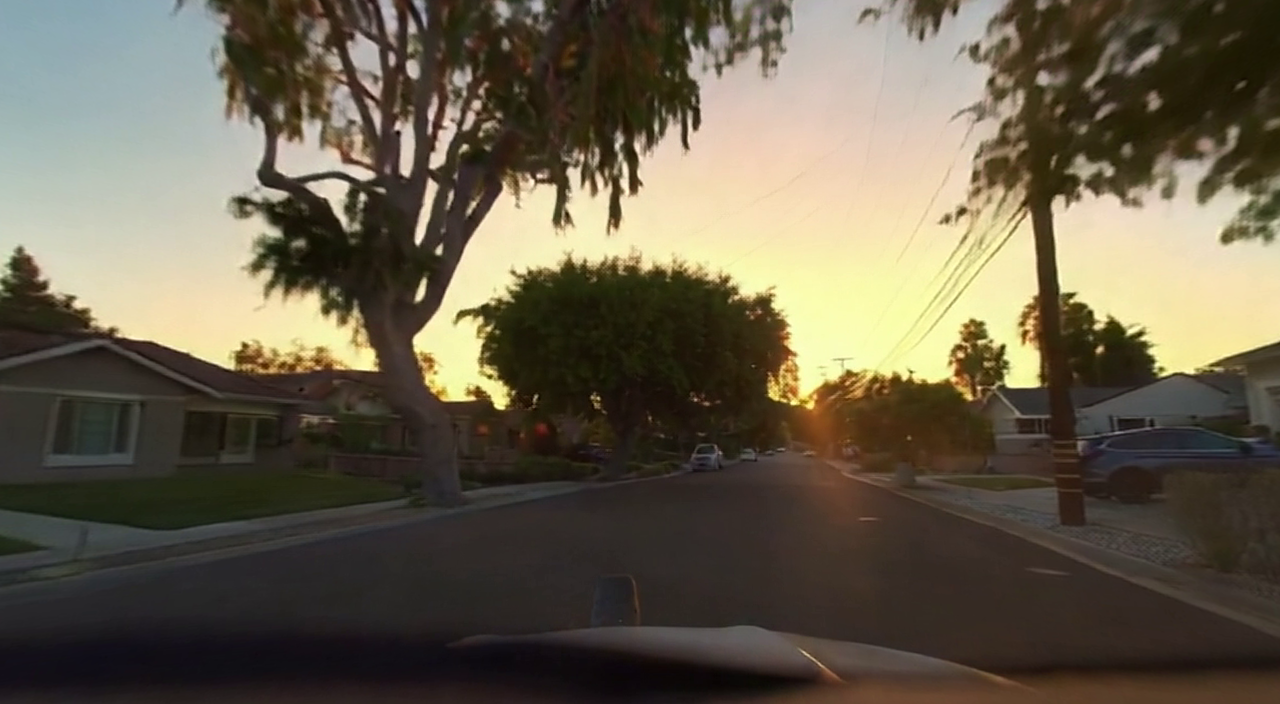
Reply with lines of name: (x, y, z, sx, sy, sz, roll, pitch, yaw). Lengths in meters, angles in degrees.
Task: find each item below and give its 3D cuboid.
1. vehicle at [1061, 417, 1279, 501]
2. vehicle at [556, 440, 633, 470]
vehicle: (14.158, 2.603, 15.615, 5.693, 1.886, 2.235, -2, -9, 14)
vehicle: (-3.192, 7.301, 45.002, 5.033, 1.997, 2.126, -2, -8, 12)
